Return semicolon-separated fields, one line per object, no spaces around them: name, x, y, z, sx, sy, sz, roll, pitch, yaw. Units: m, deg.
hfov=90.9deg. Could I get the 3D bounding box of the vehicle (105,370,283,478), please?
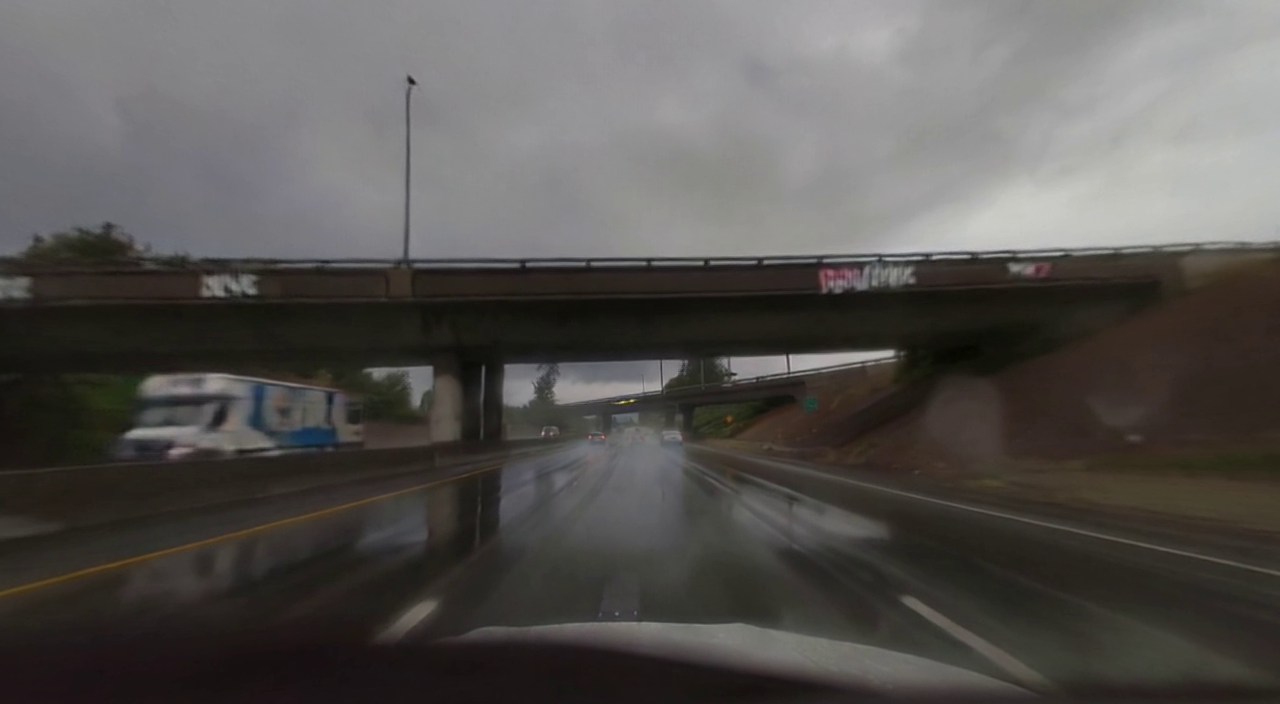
vehicle;-17.908;3.005;25.918;2.916;3.893;5.850;0;-8;-1
